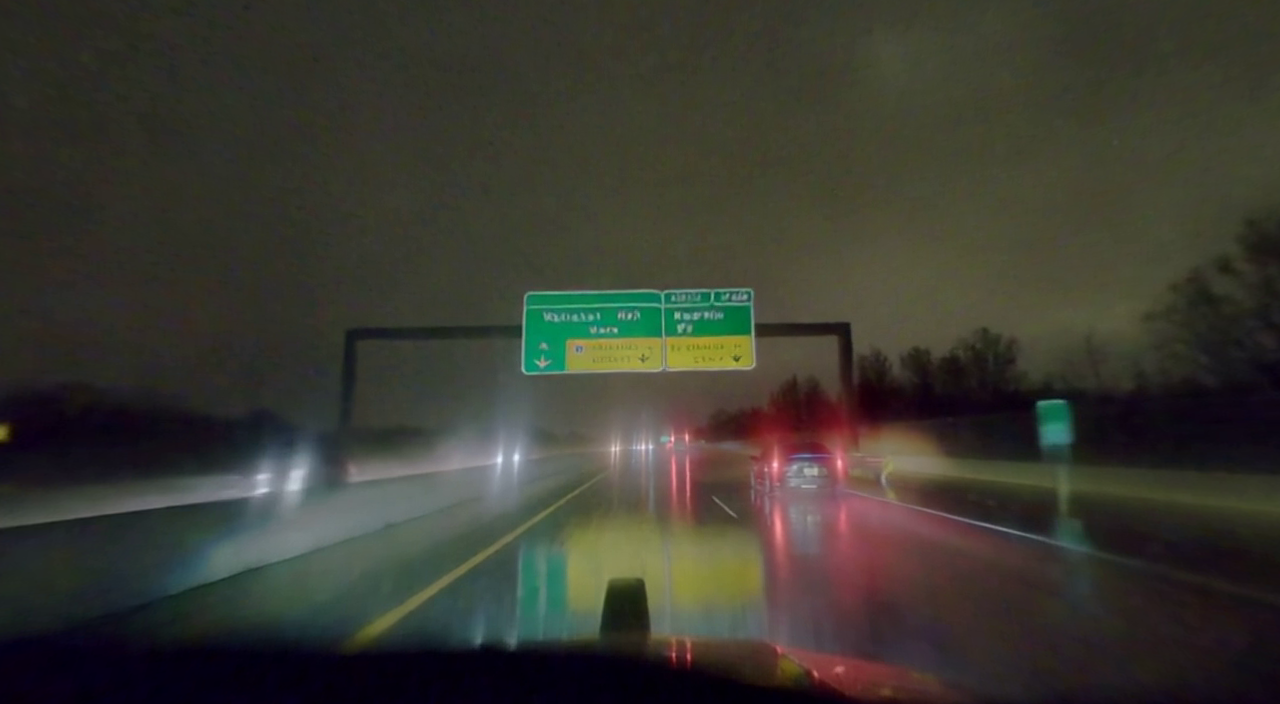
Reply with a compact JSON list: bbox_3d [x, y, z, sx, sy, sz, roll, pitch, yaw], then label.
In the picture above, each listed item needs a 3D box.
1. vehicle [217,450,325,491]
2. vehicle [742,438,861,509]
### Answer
[{"bbox_3d":[-15.774,5.049,27.192,1.943,1.518,4.421,0,-8,1],"label":"vehicle"},{"bbox_3d":[3.543,2.702,14.545,1.683,1.400,3.868,0,-8,-1],"label":"vehicle"}]
